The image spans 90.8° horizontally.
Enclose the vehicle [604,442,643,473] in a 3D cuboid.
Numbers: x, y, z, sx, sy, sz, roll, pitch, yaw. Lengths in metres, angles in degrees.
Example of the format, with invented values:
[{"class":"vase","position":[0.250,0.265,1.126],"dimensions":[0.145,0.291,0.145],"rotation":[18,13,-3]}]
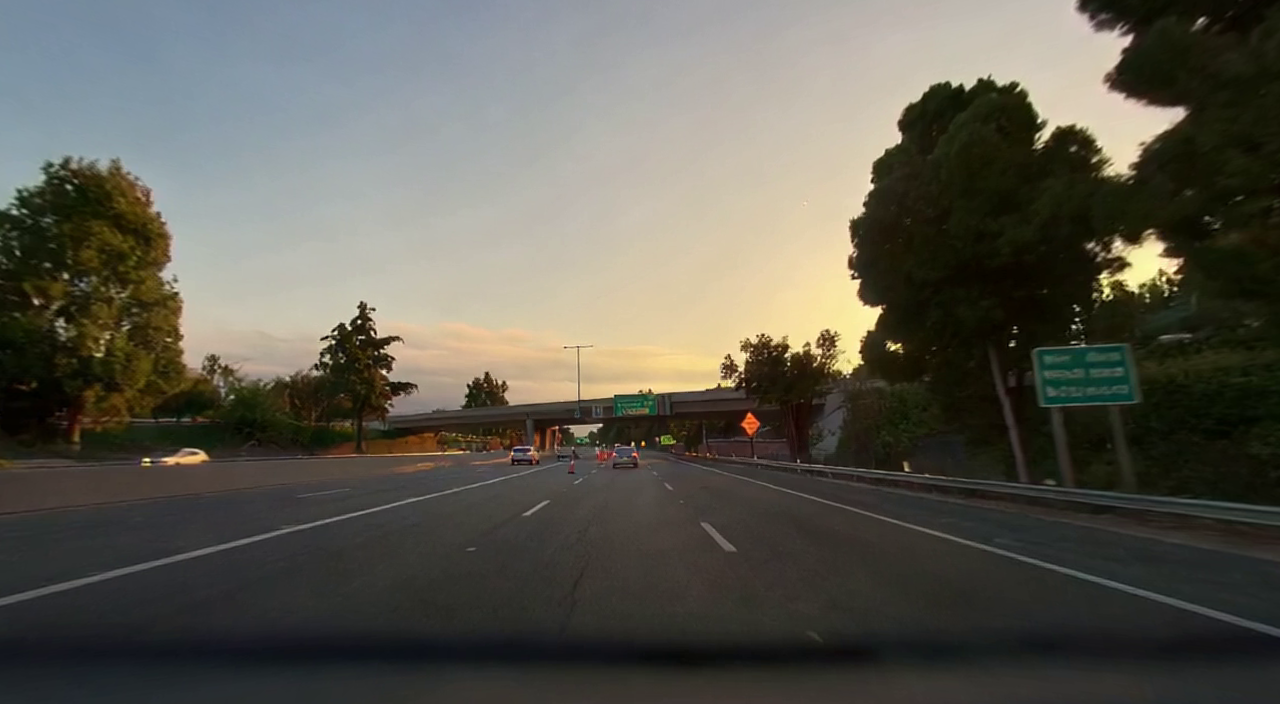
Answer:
[{"class":"vehicle","position":[-0.933,5.985,36.127],"dimensions":[2.109,1.638,3.856],"rotation":[0,-9,-1]}]

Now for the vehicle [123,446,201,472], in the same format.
[{"class":"vehicle","position":[-33.998,7.572,45.116],"dimensions":[1.960,1.731,4.657],"rotation":[0,-9,-1]}]

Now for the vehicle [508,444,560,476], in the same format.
[{"class":"vehicle","position":[-5.373,5.539,32.533],"dimensions":[1.997,1.507,4.248],"rotation":[0,-9,-1]}]
